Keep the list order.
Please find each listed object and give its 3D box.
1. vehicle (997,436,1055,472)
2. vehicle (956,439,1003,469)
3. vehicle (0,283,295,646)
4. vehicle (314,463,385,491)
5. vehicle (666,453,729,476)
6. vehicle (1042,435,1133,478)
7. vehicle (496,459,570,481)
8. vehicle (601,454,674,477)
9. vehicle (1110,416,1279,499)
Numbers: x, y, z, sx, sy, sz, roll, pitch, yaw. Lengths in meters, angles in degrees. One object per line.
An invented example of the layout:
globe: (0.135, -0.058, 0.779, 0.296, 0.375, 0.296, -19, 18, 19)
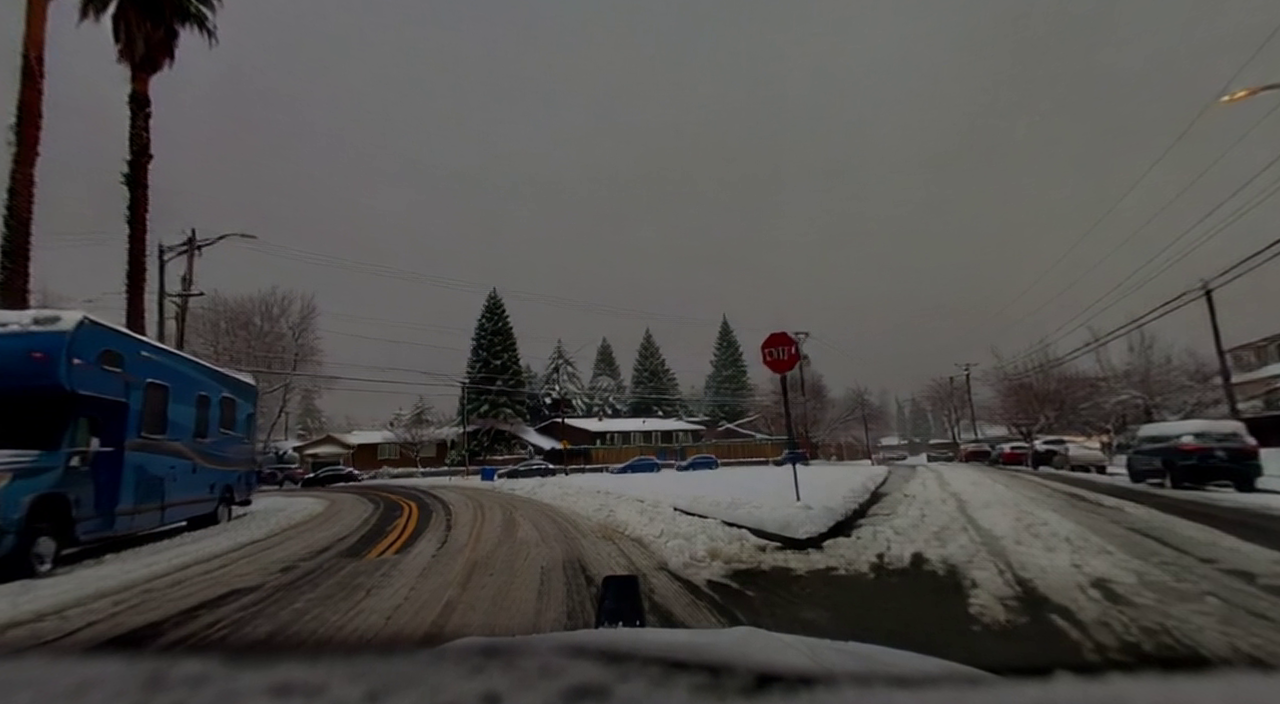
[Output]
vehicle: (23.403, 6.130, 38.498, 1.974, 1.894, 4.810, -3, -6, 19)
vehicle: (26.737, 7.999, 49.909, 2.094, 1.992, 4.941, -2, -6, 14)
vehicle: (-9.495, 1.653, 11.583, 3.216, 3.720, 11.364, 1, -6, -17)
vehicle: (-21.066, 9.041, 45.838, 4.586, 1.784, 1.890, -2, -7, 19)
vehicle: (4.344, 8.483, 47.673, 4.461, 1.417, 1.781, 2, -7, -26)
vehicle: (20.291, 4.725, 28.893, 2.016, 1.687, 4.272, -3, -7, 16)
vehicle: (-7.500, 8.319, 44.477, 4.966, 1.377, 1.739, 0, -7, -4)
vehicle: (-0.199, 8.186, 45.688, 4.952, 1.472, 1.837, 2, -8, -18)
vehicle: (16.206, 2.944, 18.605, 2.451, 2.076, 4.928, -3, -7, 21)
